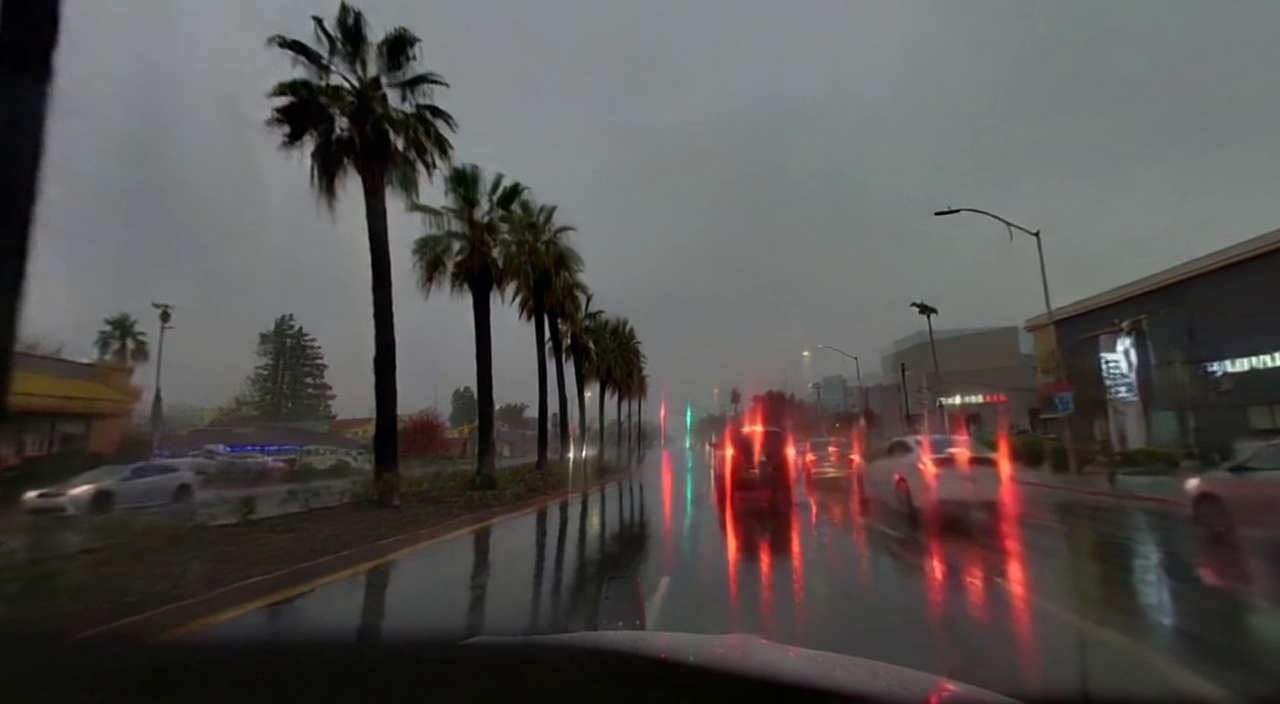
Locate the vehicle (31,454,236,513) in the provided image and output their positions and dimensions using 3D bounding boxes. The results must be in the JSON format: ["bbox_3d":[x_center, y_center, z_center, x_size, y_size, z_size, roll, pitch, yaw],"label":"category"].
[{"bbox_3d":[-14.526,3.752,18.564,1.857,1.446,4.615,-1,-9,7],"label":"vehicle"}]

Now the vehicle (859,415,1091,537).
[{"bbox_3d":[5.745,2.173,11.685,2.187,1.777,4.444,-1,-9,6],"label":"vehicle"}]

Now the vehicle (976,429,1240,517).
[{"bbox_3d":[11.336,2.949,15.978,2.348,1.822,5.043,2,-9,-9],"label":"vehicle"}]

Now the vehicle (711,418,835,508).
[{"bbox_3d":[3.004,2.652,15.520,2.428,1.816,4.959,-1,-9,6],"label":"vehicle"}]
